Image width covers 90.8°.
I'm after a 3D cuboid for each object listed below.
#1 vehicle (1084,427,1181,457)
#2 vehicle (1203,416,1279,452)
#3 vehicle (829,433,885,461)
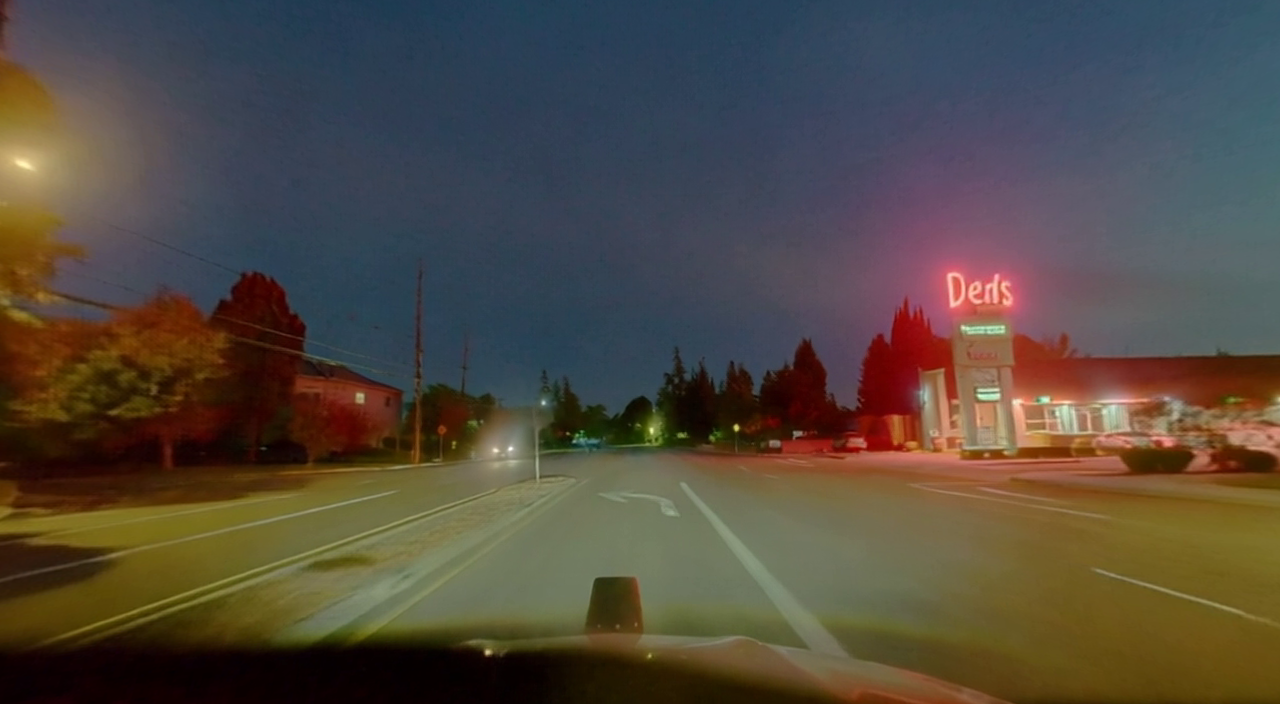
[{"bbox_3d":[26.999,4.971,34.848,1.836,1.497,4.419,0,-8,1],"label":"vehicle"},{"bbox_3d":[35.231,4.666,35.723,2.028,1.886,5.190,0,-8,1],"label":"vehicle"},{"bbox_3d":[14.239,6.271,41.727,1.987,1.694,4.523,0,-8,-1],"label":"vehicle"}]
